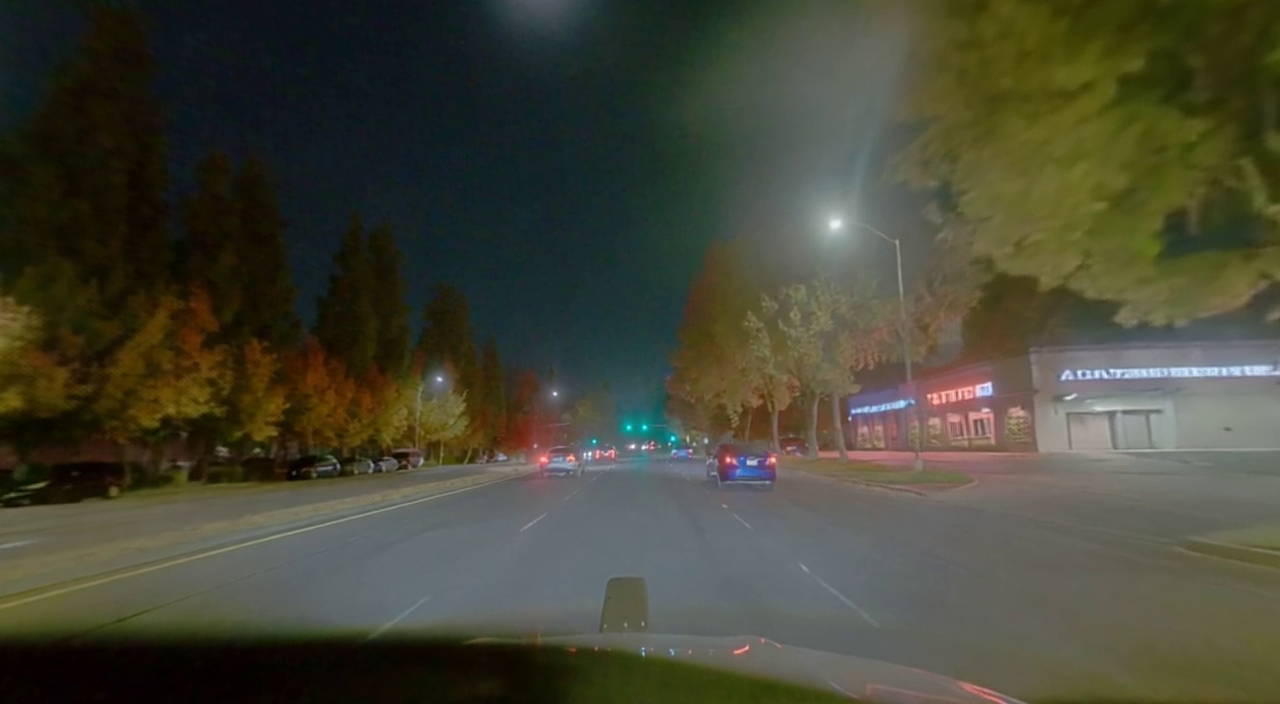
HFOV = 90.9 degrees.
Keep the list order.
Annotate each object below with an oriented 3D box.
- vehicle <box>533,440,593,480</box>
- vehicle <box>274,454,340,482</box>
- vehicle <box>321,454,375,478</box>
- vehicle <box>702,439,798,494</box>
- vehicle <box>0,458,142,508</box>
[{"bbox_3d":[-3.336,4.768,28.122,2.113,1.626,4.129,0,-8,0],"label":"vehicle"},{"bbox_3d":[-22.470,7.809,42.733,1.918,1.698,4.581,-1,-8,1],"label":"vehicle"},{"bbox_3d":[-22.321,8.696,48.393,1.794,1.664,4.582,-1,-8,1],"label":"vehicle"},{"bbox_3d":[3.206,3.444,19.424,2.083,1.474,4.360,0,-8,-1],"label":"vehicle"},{"bbox_3d":[-22.574,5.083,24.925,1.922,1.682,4.638,0,-8,0],"label":"vehicle"}]
